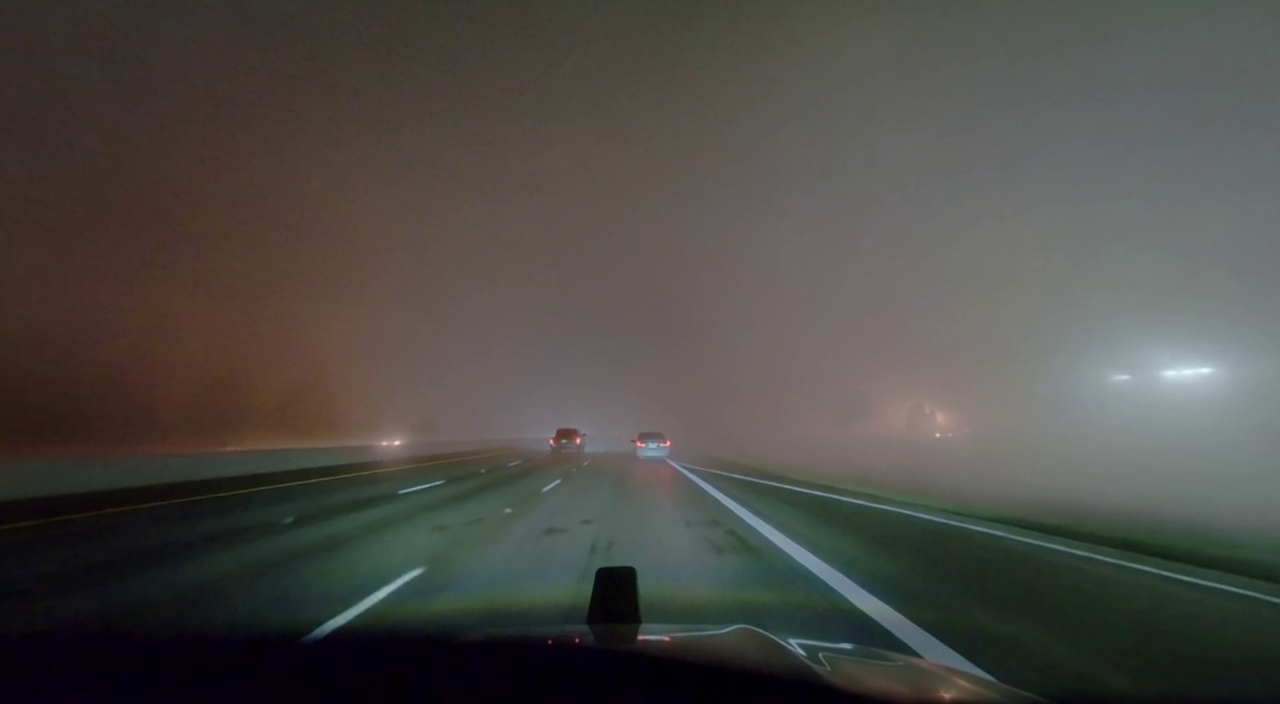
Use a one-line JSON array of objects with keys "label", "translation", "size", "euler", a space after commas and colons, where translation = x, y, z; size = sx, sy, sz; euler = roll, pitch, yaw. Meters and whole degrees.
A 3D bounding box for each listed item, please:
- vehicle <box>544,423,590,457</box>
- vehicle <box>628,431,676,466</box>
[{"label": "vehicle", "translation": [-4.334, 5.322, 38.071], "size": [2.251, 1.938, 4.708], "euler": [0, -8, 0]}, {"label": "vehicle", "translation": [0.466, 4.385, 28.877], "size": [1.948, 1.470, 3.913], "euler": [0, -8, -3]}]
